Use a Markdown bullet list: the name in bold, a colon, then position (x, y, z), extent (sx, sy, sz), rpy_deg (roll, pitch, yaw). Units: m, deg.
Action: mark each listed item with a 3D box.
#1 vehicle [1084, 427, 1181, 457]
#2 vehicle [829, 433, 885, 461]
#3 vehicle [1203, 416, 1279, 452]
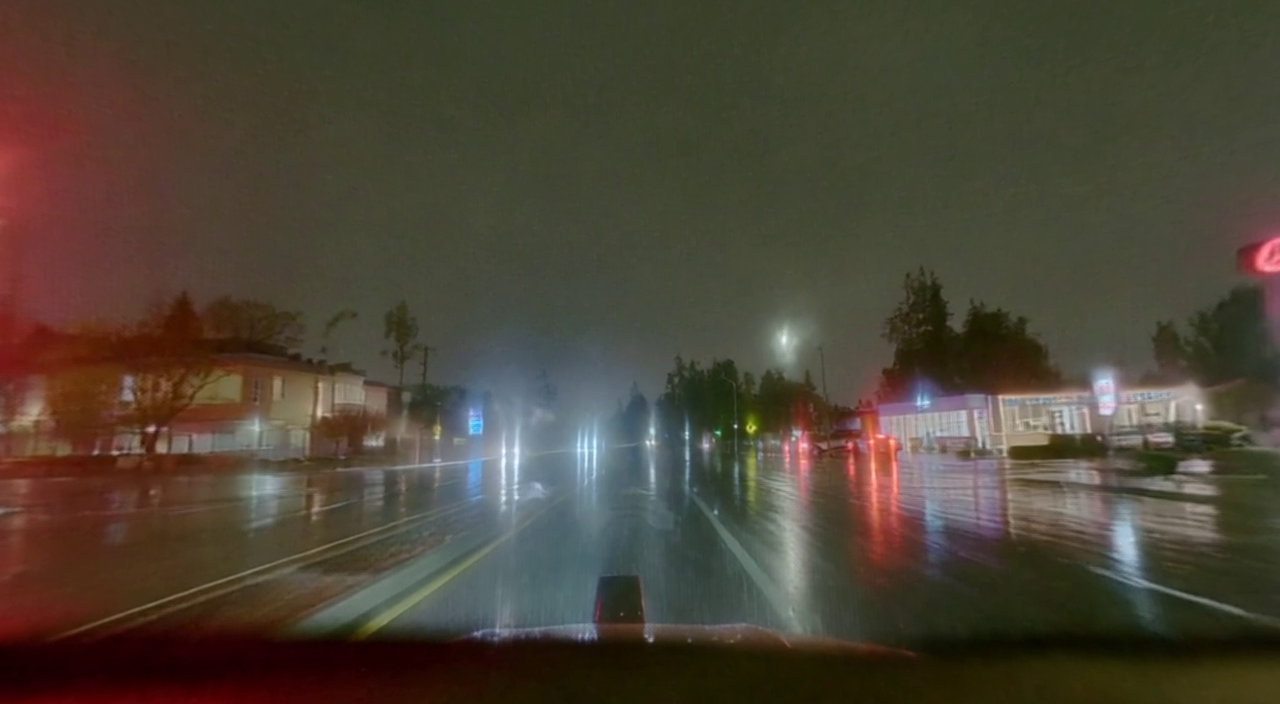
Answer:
- **vehicle**: position (26.999, 4.971, 34.848), extent (1.836, 1.497, 4.419), rpy_deg (0, -8, 1)
- **vehicle**: position (14.239, 6.271, 41.727), extent (1.987, 1.694, 4.523), rpy_deg (0, -8, -1)
- **vehicle**: position (35.231, 4.666, 35.723), extent (2.028, 1.886, 5.190), rpy_deg (0, -8, 1)
